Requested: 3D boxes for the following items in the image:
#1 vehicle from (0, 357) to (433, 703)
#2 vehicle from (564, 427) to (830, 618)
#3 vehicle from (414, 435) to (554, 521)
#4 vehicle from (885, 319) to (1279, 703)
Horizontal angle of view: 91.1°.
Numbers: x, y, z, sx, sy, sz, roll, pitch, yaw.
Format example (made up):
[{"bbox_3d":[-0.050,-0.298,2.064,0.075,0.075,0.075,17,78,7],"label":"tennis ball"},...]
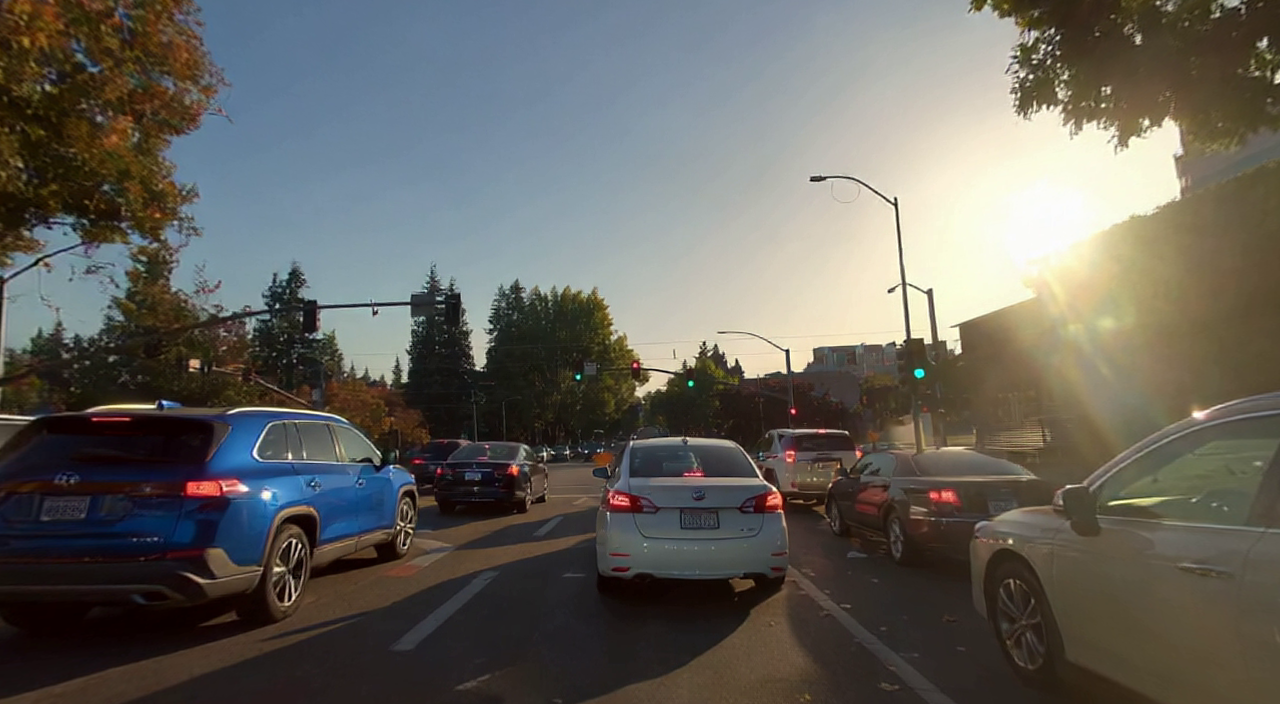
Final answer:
[{"bbox_3d":[-3.465,1.218,5.280,1.889,1.767,4.289,0,-8,1],"label":"vehicle"},{"bbox_3d":[0.440,1.614,6.883,2.051,1.460,3.932,0,-8,0],"label":"vehicle"},{"bbox_3d":[-3.073,2.565,13.325,1.868,1.516,4.114,0,-8,0],"label":"vehicle"},{"bbox_3d":[3.042,0.922,3.052,1.880,1.747,4.500,0,-8,0],"label":"vehicle"}]
